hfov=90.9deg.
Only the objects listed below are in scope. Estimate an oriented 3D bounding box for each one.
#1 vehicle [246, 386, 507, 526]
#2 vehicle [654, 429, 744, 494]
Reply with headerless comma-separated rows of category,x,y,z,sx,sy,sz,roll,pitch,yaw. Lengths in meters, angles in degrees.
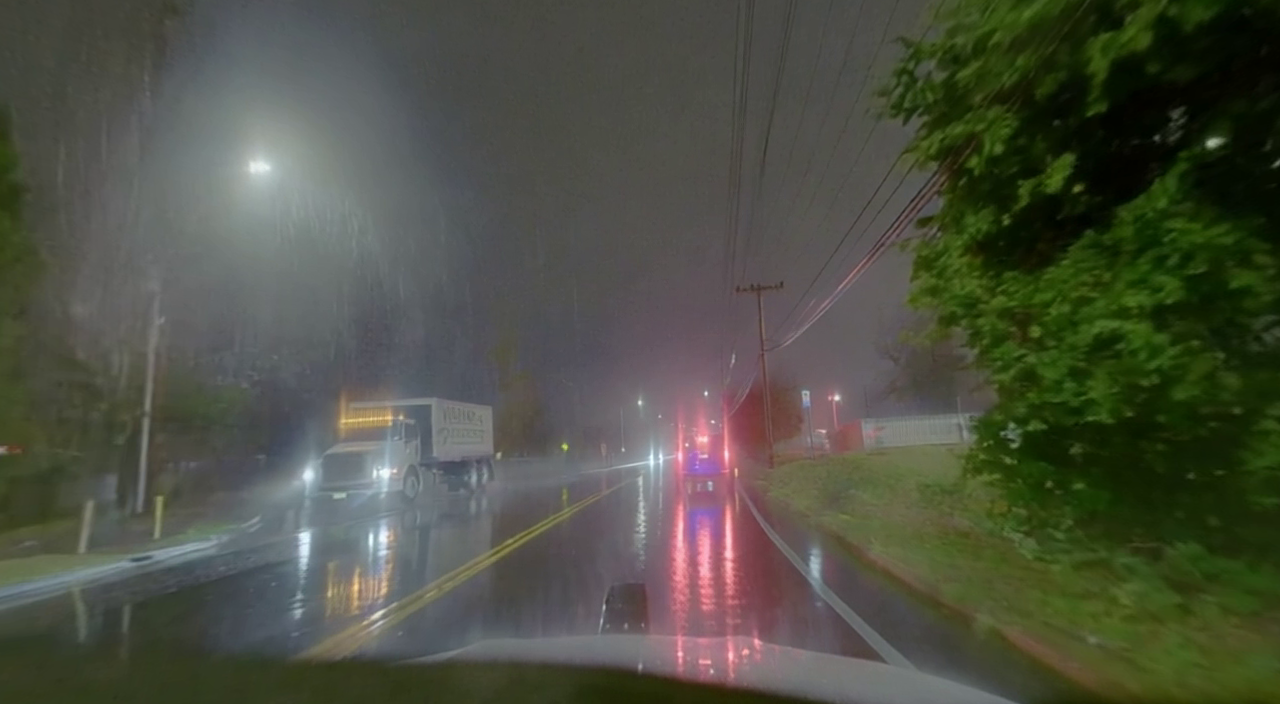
vehicle,-7.300,2.860,19.078,3.395,3.071,7.634,-8,-6,11
vehicle,1.568,2.818,16.512,2.081,1.503,3.726,-1,-9,6
